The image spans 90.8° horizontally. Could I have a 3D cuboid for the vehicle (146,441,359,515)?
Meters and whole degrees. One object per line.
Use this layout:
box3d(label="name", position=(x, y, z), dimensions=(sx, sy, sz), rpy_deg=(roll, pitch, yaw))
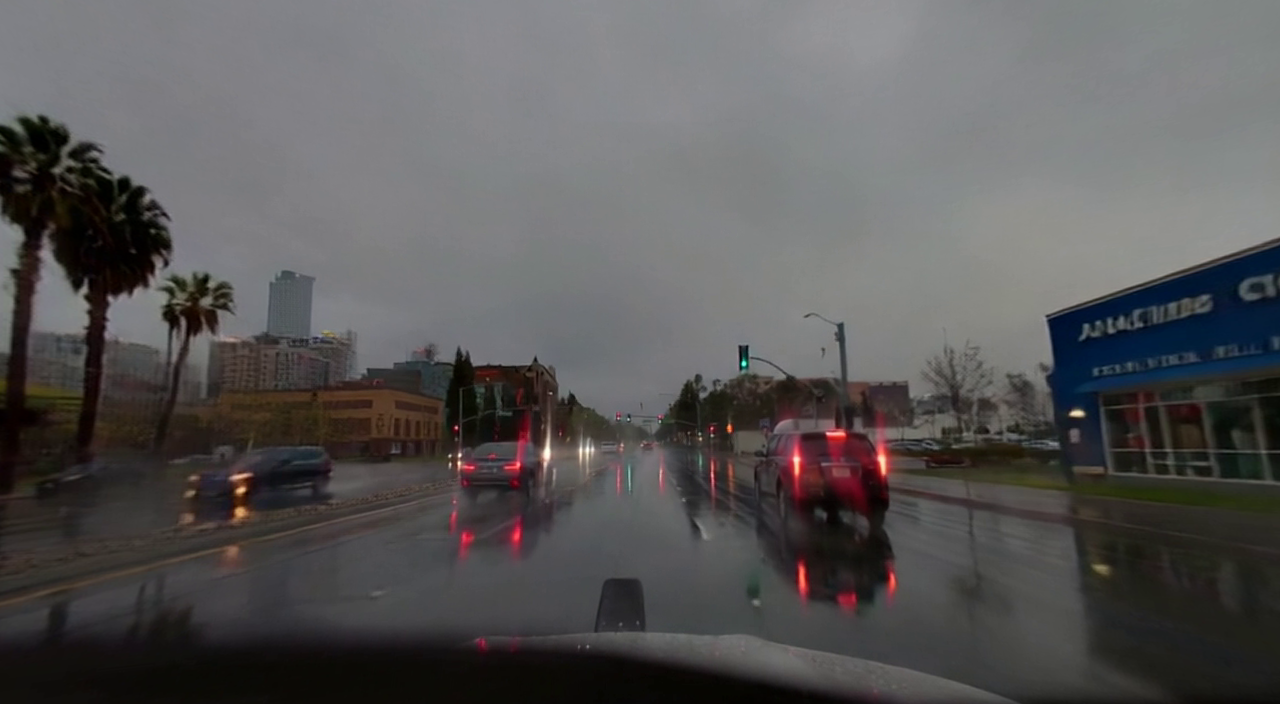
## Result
box3d(label="vehicle", position=(-8.975, 2.930, 15.292), dimensions=(1.970, 1.482, 4.778), rpy_deg=(-1, -9, 2))

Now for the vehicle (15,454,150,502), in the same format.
box3d(label="vehicle", position=(-22.742, 5.103, 26.019), dimensions=(1.868, 1.602, 4.102), rpy_deg=(-3, -8, 0))

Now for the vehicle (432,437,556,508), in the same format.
box3d(label="vehicle", position=(-3.431, 2.904, 15.672), dimensions=(2.034, 1.498, 3.995), rpy_deg=(0, -9, 1))

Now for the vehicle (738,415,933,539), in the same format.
box3d(label="vehicle", position=(3.067, 2.071, 11.027), dimensions=(1.982, 1.711, 4.276), rpy_deg=(0, -9, 0))
